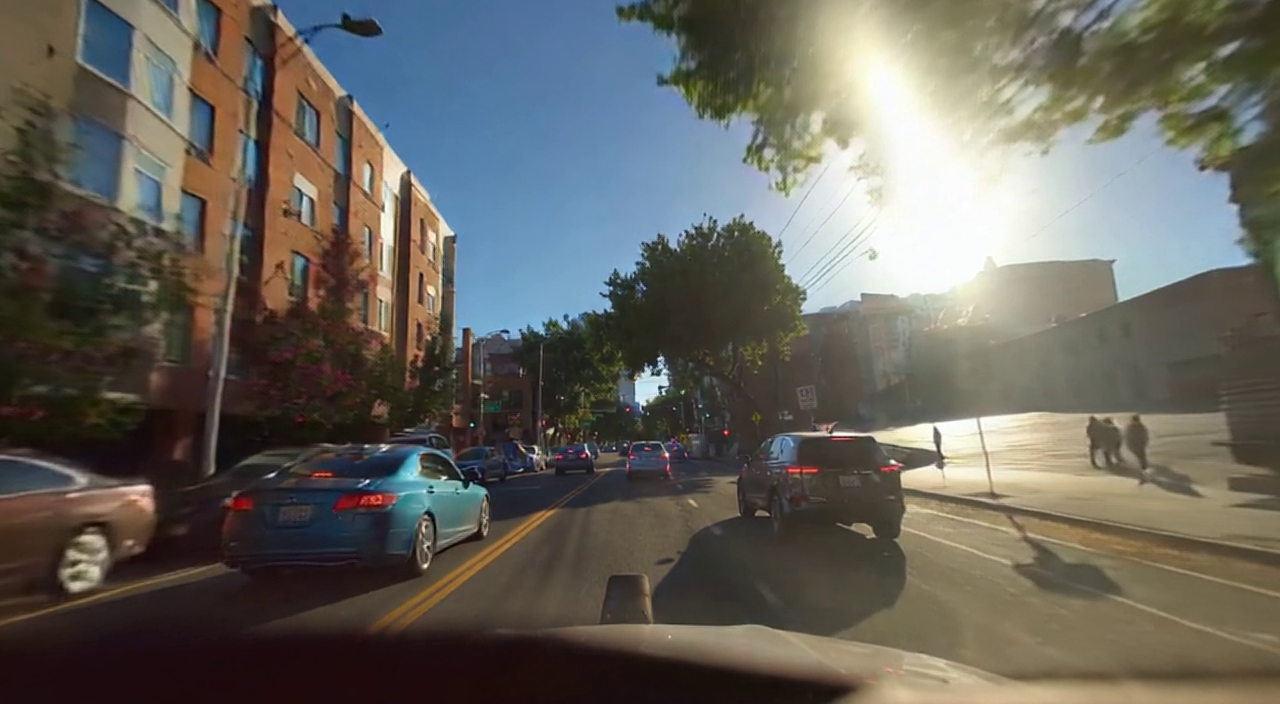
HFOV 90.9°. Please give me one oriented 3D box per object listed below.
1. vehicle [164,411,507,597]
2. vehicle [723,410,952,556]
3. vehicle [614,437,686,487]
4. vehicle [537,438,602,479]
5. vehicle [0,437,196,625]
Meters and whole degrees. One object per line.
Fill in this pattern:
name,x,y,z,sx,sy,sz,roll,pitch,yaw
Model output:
vehicle,-3.104,1.642,7.595,2.085,1.619,3.976,0,-9,1
vehicle,2.618,1.884,9.694,2.094,1.709,4.394,0,-9,0
vehicle,0.286,3.615,20.977,2.139,1.466,4.373,0,-9,0
vehicle,-2.768,4.312,25.751,2.019,1.507,4.643,0,-9,1
vehicle,-5.934,1.396,4.895,1.797,1.462,4.218,0,-9,2
